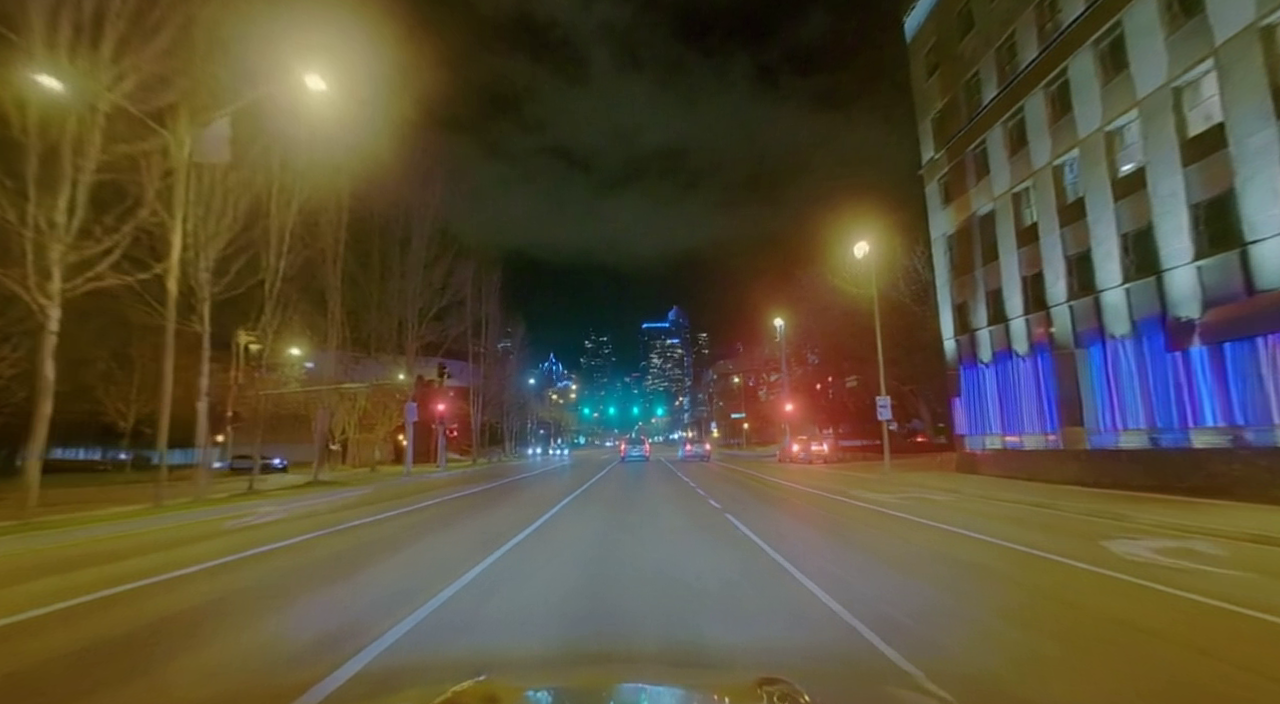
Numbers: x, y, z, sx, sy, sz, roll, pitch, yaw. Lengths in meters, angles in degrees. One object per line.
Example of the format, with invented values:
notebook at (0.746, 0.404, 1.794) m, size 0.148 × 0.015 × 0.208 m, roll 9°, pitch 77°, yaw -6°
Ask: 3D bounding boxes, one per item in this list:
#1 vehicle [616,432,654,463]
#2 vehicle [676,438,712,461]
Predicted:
vehicle at (-0.317, 6.072, 40.330) m, size 2.313 × 1.860 × 4.319 m, roll 0°, pitch -8°, yaw 0°
vehicle at (3.611, 6.638, 43.221) m, size 2.080 × 1.472 × 4.401 m, roll 0°, pitch -8°, yaw 0°
